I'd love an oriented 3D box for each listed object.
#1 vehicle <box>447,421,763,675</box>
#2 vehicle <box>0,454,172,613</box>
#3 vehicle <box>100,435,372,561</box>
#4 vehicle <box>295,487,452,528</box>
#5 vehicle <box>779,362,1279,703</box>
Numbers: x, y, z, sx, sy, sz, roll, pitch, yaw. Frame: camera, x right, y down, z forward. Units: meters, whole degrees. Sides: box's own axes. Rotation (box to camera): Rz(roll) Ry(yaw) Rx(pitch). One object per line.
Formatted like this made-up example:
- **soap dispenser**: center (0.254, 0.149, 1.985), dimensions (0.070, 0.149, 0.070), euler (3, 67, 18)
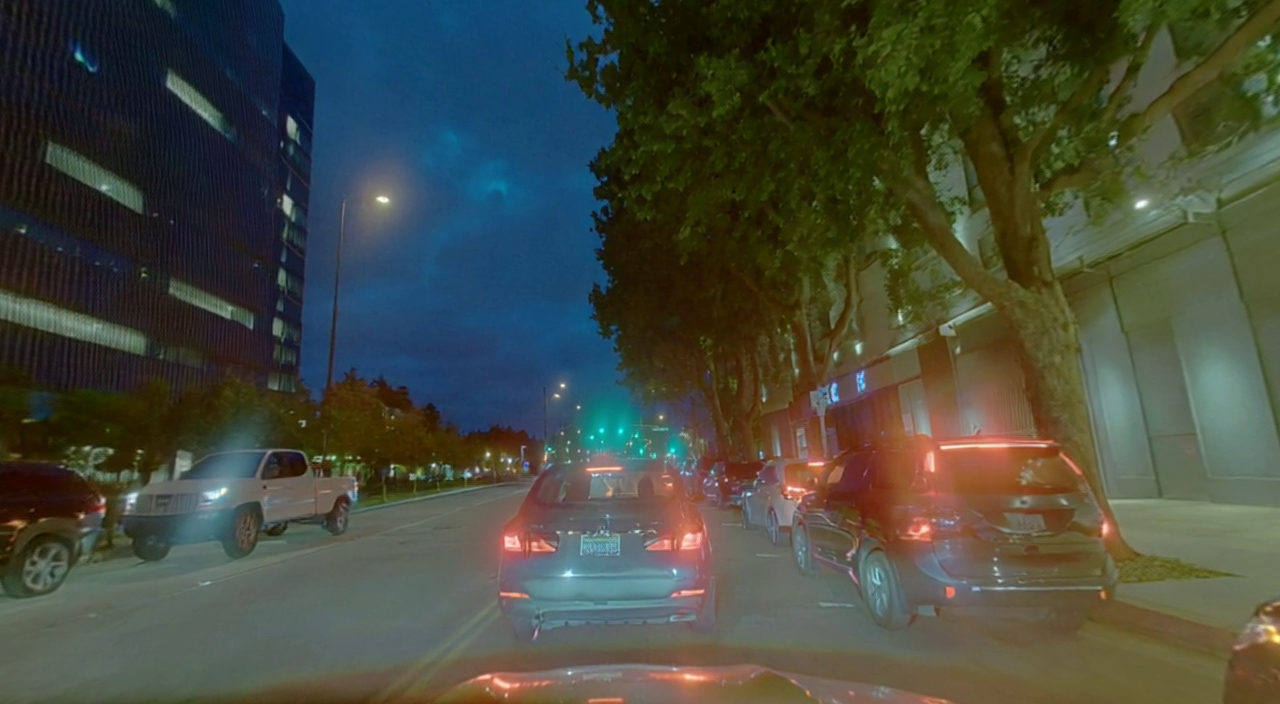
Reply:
- **vehicle**: center (-0.202, 1.591, 5.933), dimensions (2.018, 1.583, 3.646), euler (1, -10, 1)
- **vehicle**: center (-6.983, 1.695, 5.887), dimensions (1.900, 1.471, 4.202), euler (1, -10, 0)
- **vehicle**: center (-6.845, 2.589, 11.439), dimensions (1.994, 1.701, 4.520), euler (-3, -12, -1)
- **vehicle**: center (-6.995, 4.180, 17.176), dimensions (2.223, 0.774, 4.789), euler (1, -10, 0)
- **vehicle**: center (2.710, 1.420, 5.691), dimensions (1.868, 1.920, 4.501), euler (1, -10, 0)
